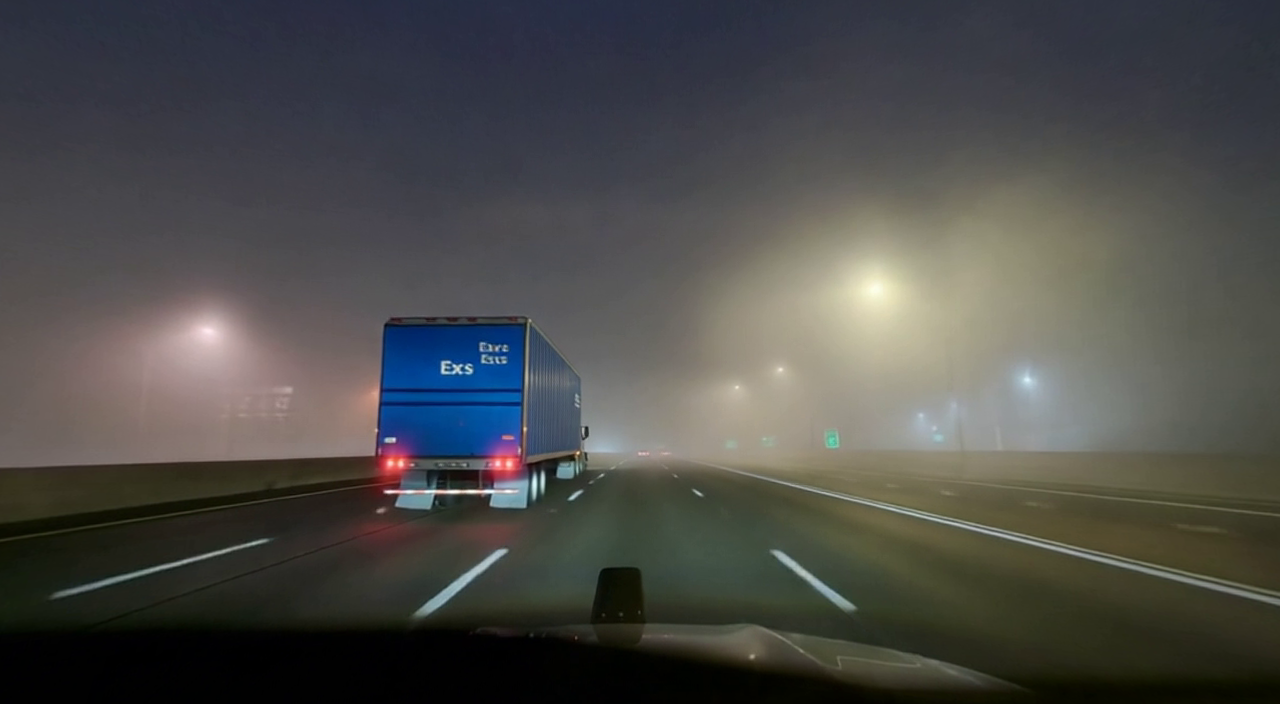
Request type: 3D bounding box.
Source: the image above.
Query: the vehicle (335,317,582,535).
[{"bbox_3d":[-3.239,1.783,14.196,2.922,3.458,8.360,0,-9,1],"label":"vehicle"}]
